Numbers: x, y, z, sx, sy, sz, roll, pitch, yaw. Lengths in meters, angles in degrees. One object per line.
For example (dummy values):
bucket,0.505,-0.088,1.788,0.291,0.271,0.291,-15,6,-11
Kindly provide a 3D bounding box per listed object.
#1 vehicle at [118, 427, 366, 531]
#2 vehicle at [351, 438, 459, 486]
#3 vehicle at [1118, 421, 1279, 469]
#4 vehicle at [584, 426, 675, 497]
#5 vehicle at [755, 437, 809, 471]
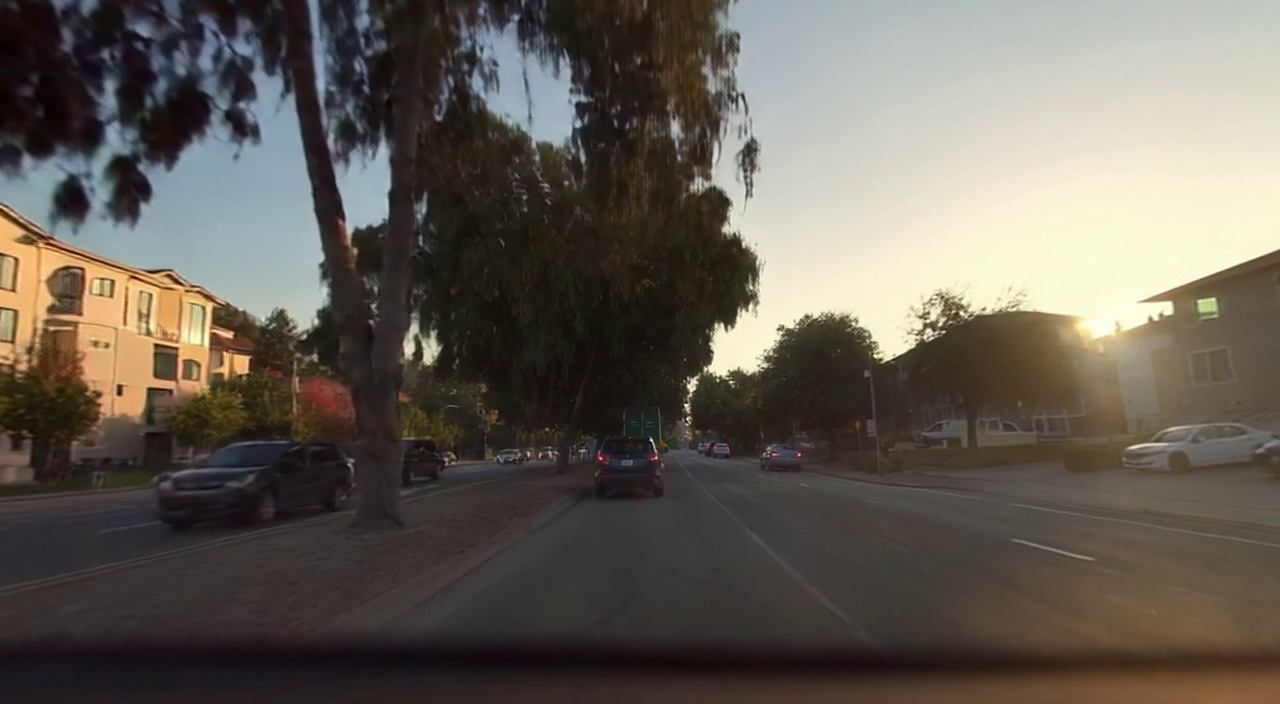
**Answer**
vehicle,-7.959,2.548,13.367,2.119,1.778,4.760,0,-8,0
vehicle,-10.346,4.877,28.486,2.238,1.906,6.264,0,-8,3
vehicle,19.086,3.111,21.122,4.474,1.524,1.893,0,-8,3
vehicle,-0.212,3.139,18.469,2.332,1.798,4.546,0,-8,1
vehicle,7.600,5.490,34.161,1.971,1.722,4.341,0,-8,1
